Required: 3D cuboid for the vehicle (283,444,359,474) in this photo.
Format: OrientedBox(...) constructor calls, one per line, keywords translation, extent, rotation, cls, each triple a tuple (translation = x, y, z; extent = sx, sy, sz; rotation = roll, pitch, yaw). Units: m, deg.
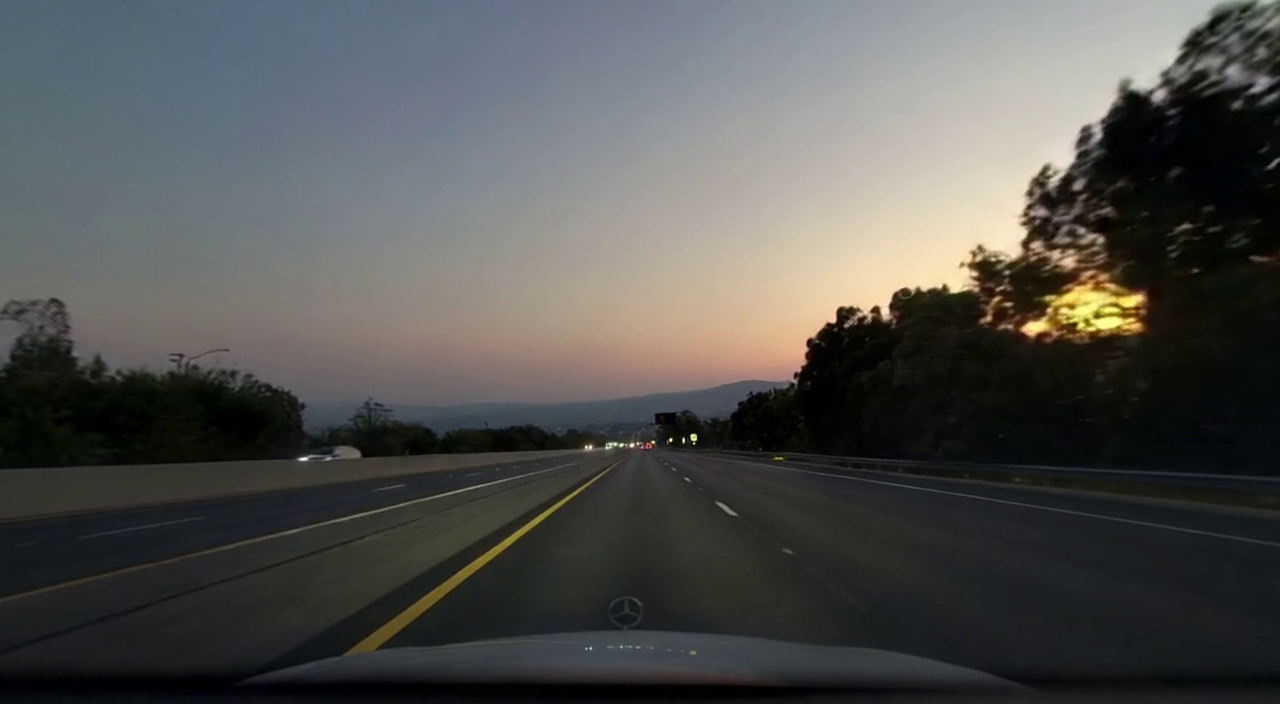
OrientedBox(translation=(-17.734, 5.960, 35.354), extent=(1.912, 1.591, 4.331), rotation=(0, -9, 1), cls="vehicle")
